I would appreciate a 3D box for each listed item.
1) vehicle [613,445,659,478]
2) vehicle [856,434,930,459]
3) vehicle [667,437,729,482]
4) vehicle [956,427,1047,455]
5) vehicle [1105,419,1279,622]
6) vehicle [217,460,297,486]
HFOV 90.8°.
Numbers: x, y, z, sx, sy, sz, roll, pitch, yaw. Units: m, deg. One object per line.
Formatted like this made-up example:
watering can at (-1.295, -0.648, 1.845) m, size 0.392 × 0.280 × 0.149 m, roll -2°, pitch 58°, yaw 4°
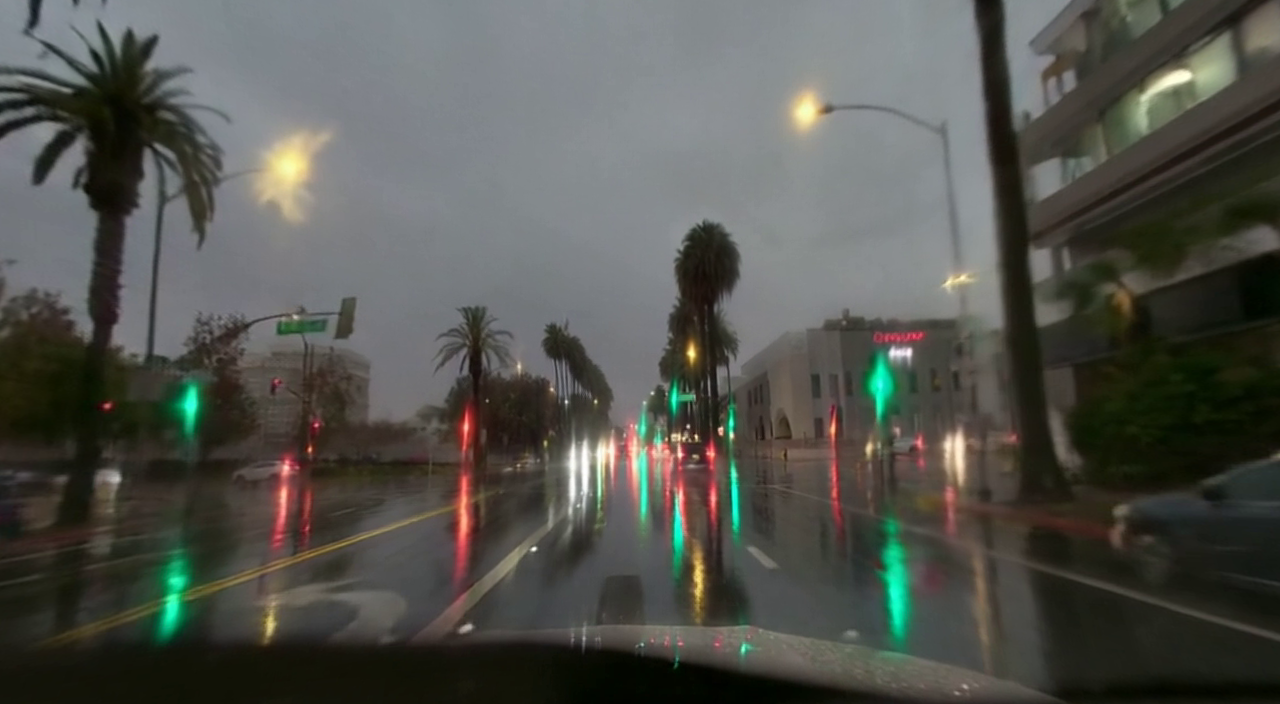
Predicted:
vehicle at (-0.236, 5.200, 30.283) m, size 2.088 × 1.452 × 3.993 m, roll 0°, pitch -8°, yaw -2°
vehicle at (17.801, 6.651, 44.560) m, size 4.277 × 1.665 × 2.006 m, roll 0°, pitch -8°, yaw -2°
vehicle at (2.294, 4.404, 26.199) m, size 2.003 × 1.702 × 4.288 m, roll 0°, pitch -8°, yaw -3°
vehicle at (25.764, 6.378, 45.160) m, size 5.130 × 1.875 × 2.118 m, roll 0°, pitch -8°, yaw -2°
vehicle at (6.302, 1.330, 4.874) m, size 2.157 × 1.640 × 4.228 m, roll 0°, pitch -8°, yaw 0°
vehicle at (-28.528, 9.010, 47.184) m, size 4.570 × 1.741 × 2.107 m, roll 0°, pitch -8°, yaw -1°
